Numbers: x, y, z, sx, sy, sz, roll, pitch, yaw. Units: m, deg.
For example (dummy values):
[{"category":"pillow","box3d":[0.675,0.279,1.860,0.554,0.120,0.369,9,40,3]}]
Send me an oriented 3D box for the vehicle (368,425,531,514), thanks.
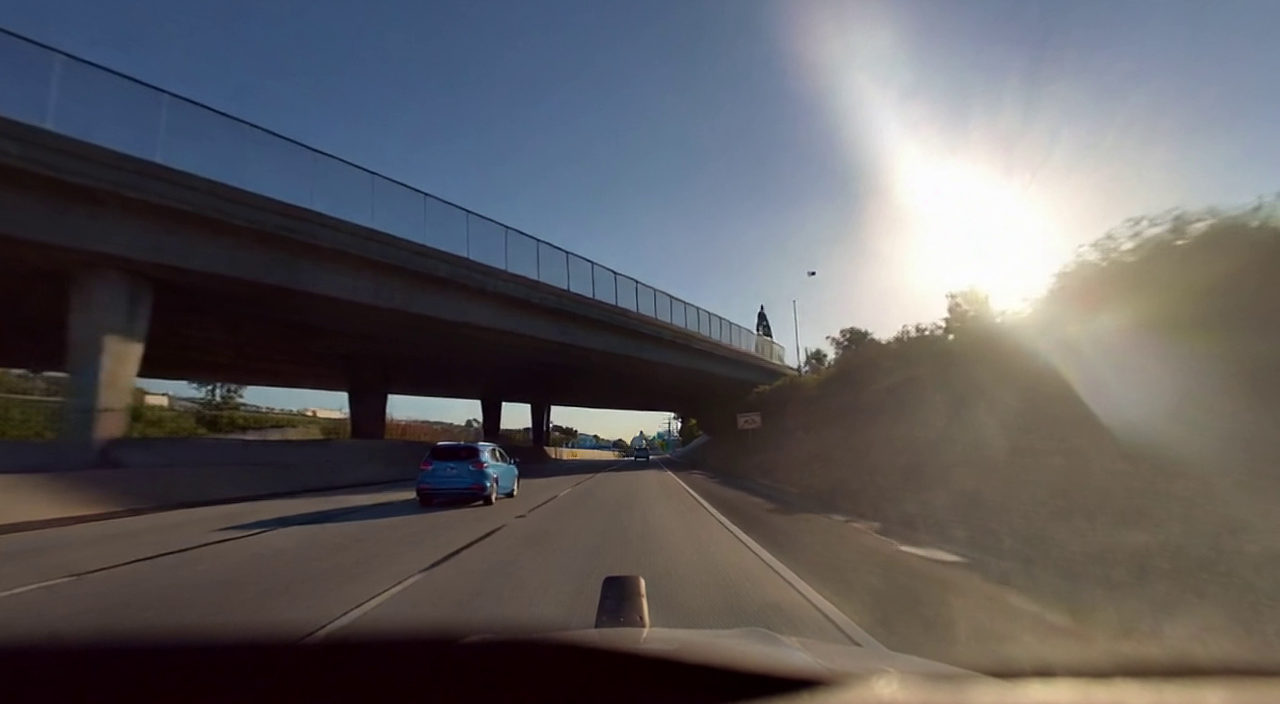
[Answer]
[{"category":"vehicle","box3d":[-4.226,2.716,15.114,2.272,1.759,5.058,0,-9,1]}]
